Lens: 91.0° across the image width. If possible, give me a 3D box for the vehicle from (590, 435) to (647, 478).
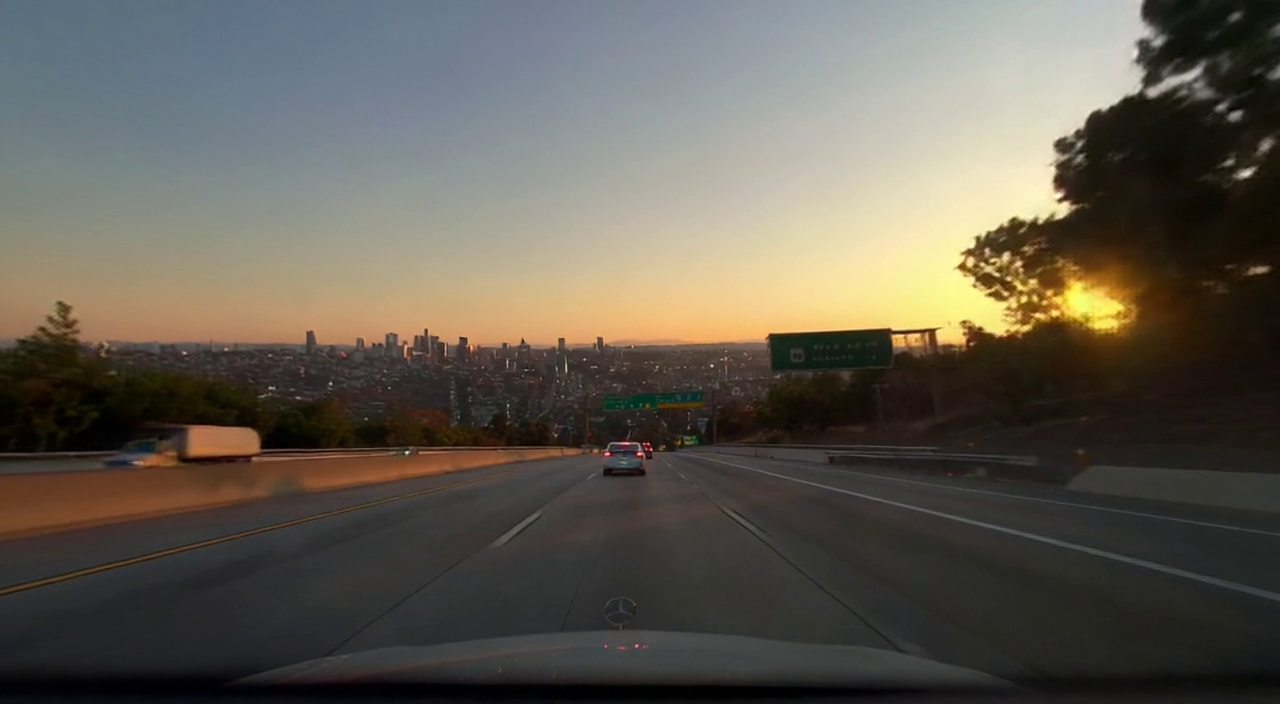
[{"bbox_3d":[-0.803,4.229,25.655,2.147,1.576,3.964,0,-8,0],"label":"vehicle"}]
